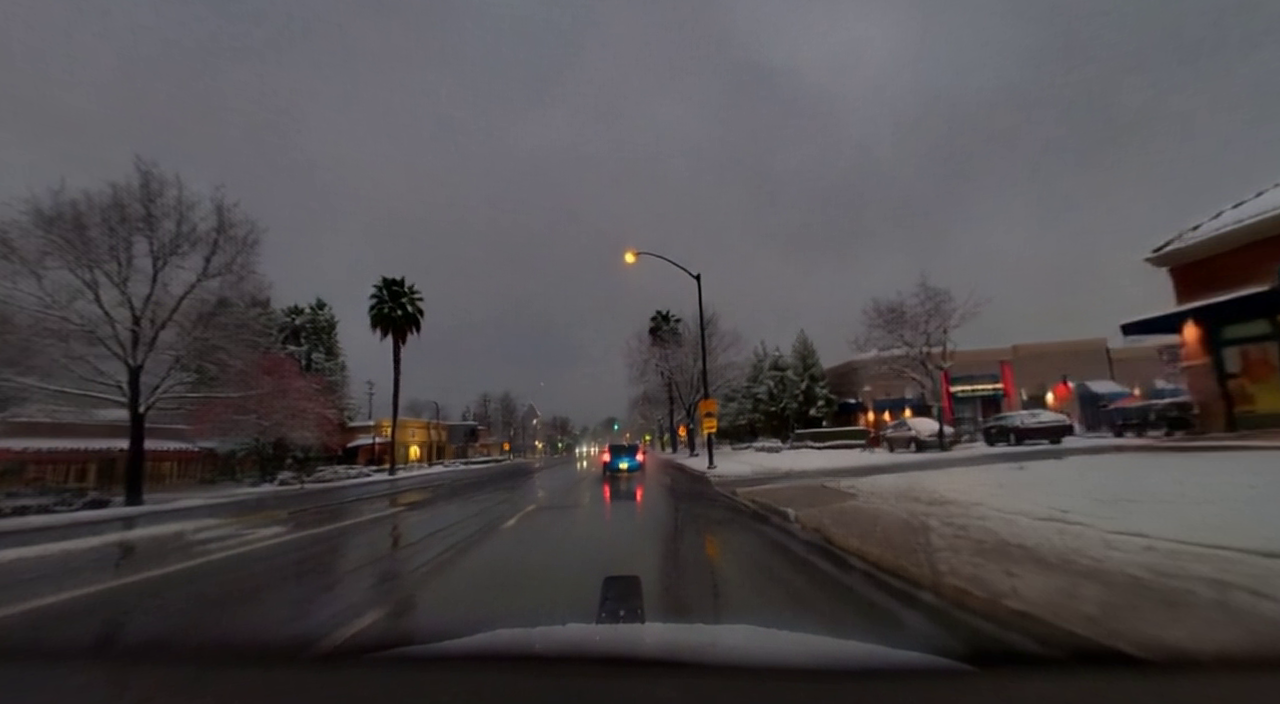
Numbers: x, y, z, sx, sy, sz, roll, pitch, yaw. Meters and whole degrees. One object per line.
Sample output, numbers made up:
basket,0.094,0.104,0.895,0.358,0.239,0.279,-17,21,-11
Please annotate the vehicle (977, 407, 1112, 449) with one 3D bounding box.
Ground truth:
vehicle,17.773,3.433,27.993,1.856,1.665,4.574,5,-10,-32

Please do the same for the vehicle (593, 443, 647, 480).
vehicle,-0.837,4.711,27.530,2.156,1.462,4.495,0,-8,-1

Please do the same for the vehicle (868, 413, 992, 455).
vehicle,12.533,3.659,27.618,1.873,1.657,4.557,5,-11,-30
